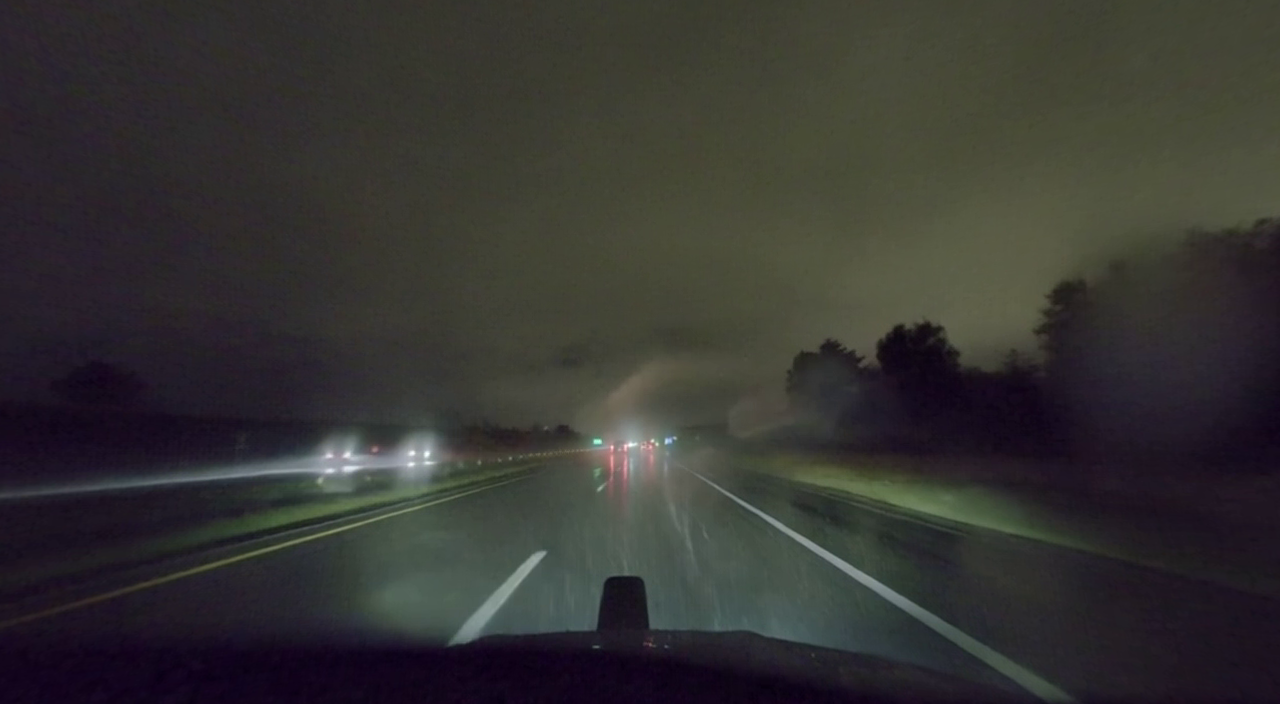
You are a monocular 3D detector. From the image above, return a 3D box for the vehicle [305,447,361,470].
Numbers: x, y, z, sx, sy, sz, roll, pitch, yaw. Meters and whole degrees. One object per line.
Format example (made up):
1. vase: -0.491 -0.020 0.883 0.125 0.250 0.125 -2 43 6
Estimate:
1. vehicle: -22.671 7.829 46.682 1.899 1.616 4.219 0 -8 2
